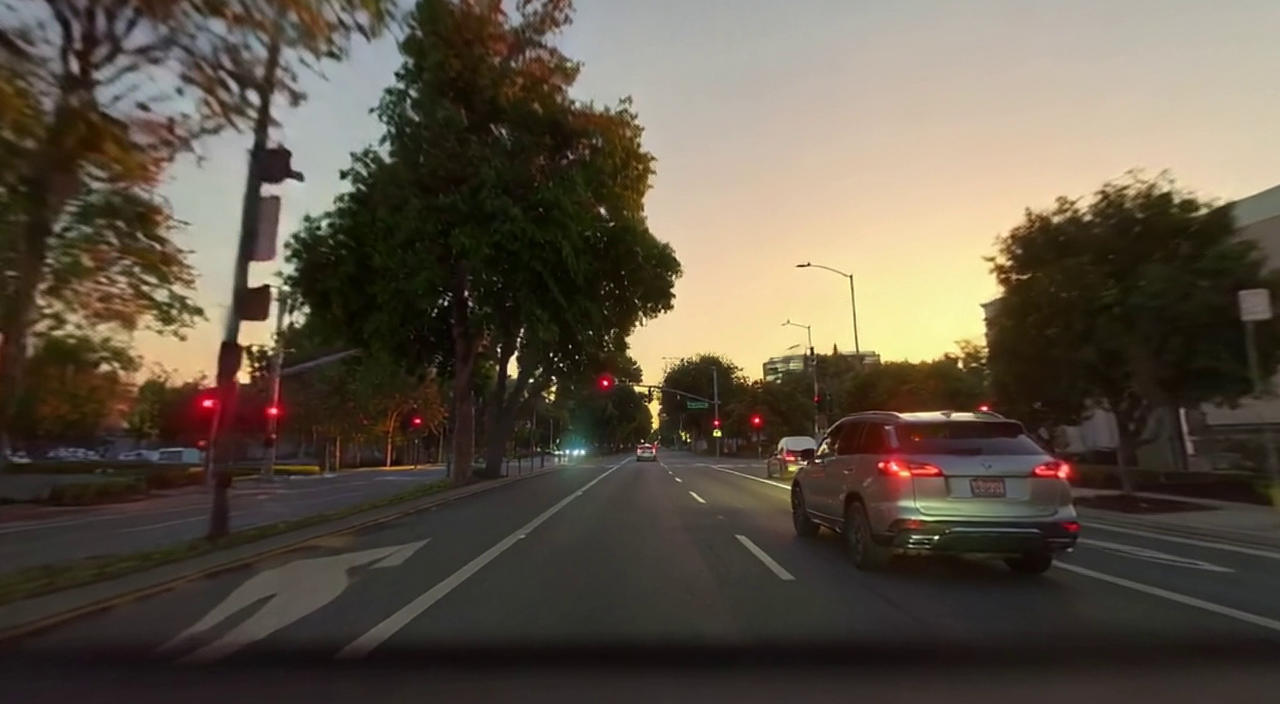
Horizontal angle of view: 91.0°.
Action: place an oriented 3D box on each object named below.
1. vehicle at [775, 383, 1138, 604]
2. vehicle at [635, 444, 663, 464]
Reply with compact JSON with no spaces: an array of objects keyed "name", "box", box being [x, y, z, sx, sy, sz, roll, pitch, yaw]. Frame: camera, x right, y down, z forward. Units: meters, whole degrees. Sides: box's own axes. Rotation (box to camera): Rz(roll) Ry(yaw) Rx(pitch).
[{"name":"vehicle","box":[3.172,1.526,7.617,2.033,1.865,4.360,0,-8,-1]},{"name":"vehicle","box":[0.742,7.969,49.431,2.131,1.474,4.146,0,-8,1]}]
